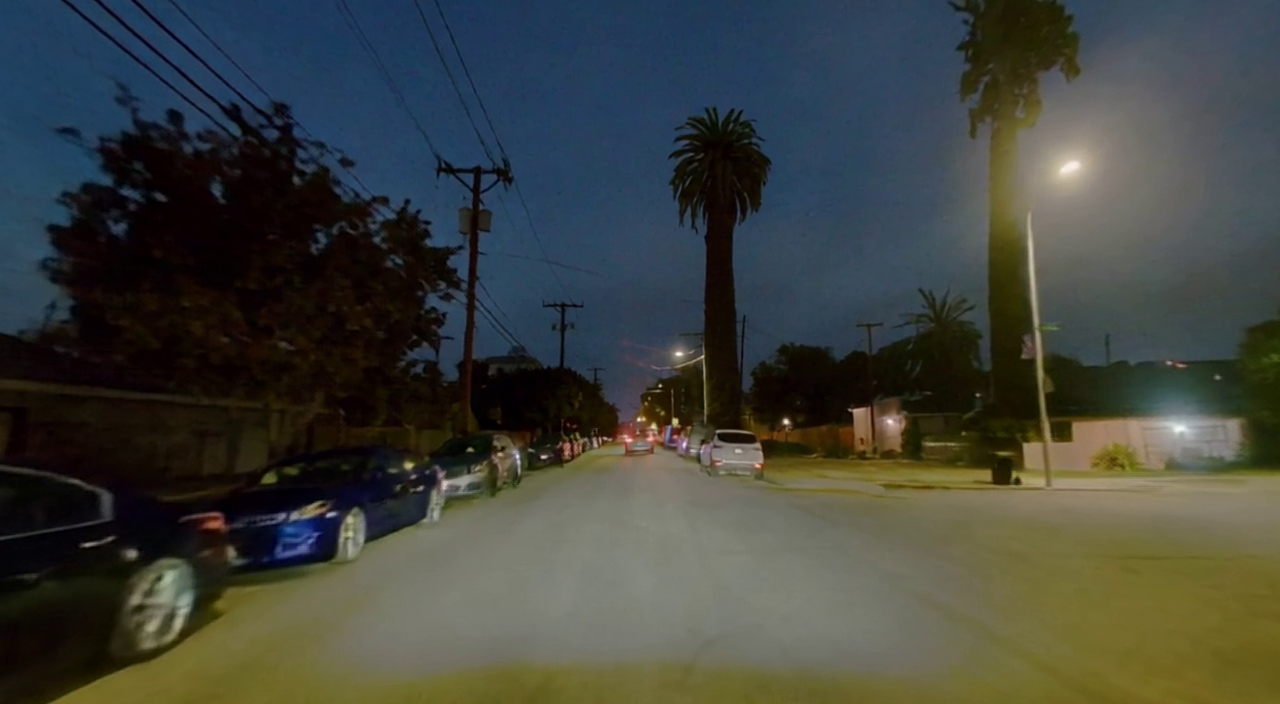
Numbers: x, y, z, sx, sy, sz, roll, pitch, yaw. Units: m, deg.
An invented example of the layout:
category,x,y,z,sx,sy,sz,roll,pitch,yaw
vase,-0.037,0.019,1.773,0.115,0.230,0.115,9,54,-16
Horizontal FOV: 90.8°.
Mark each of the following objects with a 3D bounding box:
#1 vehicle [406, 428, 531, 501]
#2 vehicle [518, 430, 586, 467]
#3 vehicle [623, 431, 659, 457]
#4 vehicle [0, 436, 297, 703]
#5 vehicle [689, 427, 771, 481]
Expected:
category,x,y,z,sx,sy,sz,roll,pitch,yaw
vehicle,-4.182,2.833,16.332,1.769,1.551,5.040,0,-9,0
vehicle,-3.945,4.485,29.451,2.130,1.543,5.386,-1,-9,3
vehicle,0.040,5.632,38.738,2.081,1.483,4.599,0,-9,0
vehicle,-4.100,1.090,2.541,2.157,1.487,5.718,-1,-9,1
vehicle,2.920,3.463,21.635,2.060,1.614,4.652,0,-9,-1
